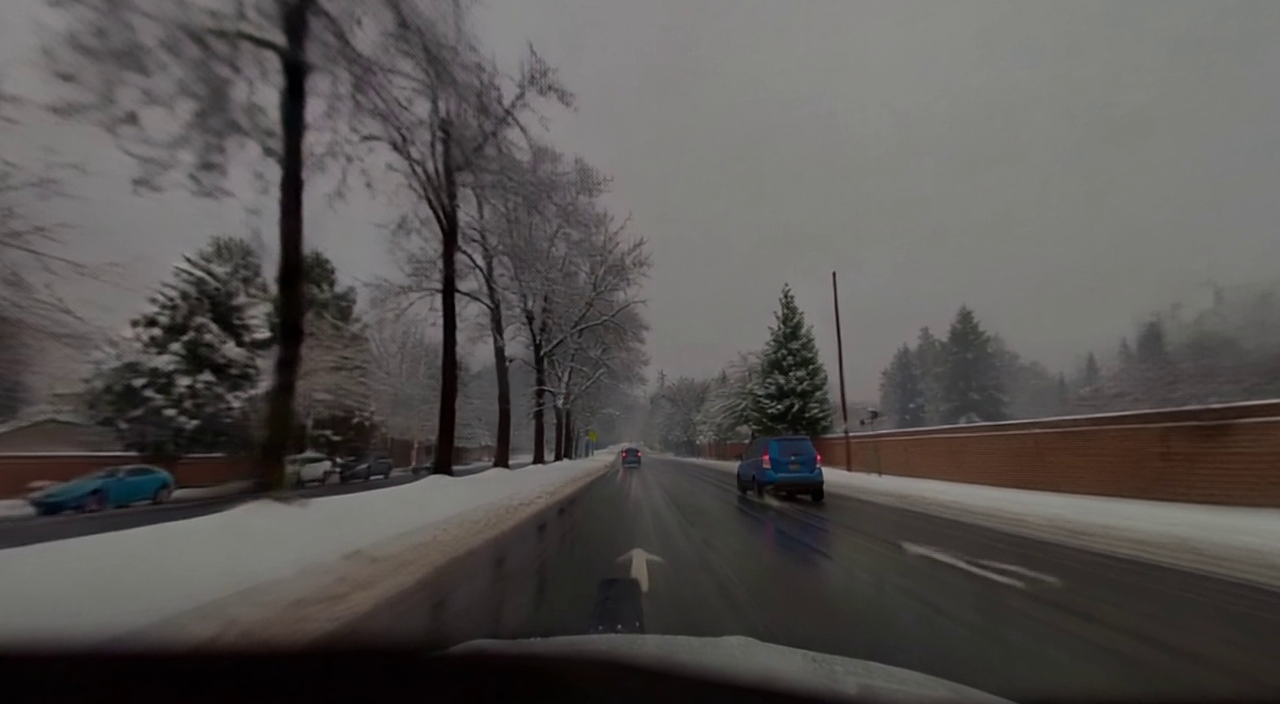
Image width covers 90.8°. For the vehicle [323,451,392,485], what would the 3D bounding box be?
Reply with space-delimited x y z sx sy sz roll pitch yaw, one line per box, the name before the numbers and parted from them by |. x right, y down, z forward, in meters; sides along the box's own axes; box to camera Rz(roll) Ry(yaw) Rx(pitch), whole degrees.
vehicle | -17.595 7.235 39.701 2.075 1.909 5.064 0 -8 -1

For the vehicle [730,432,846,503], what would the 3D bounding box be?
vehicle | 4.086 3.264 18.318 2.155 1.752 4.456 0 -8 -1

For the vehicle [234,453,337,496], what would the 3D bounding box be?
vehicle | -17.323 5.962 31.242 2.096 1.816 5.362 -4 -9 -1

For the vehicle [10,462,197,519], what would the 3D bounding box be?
vehicle | -17.507 4.511 21.048 2.071 1.489 4.724 -1 -8 0
